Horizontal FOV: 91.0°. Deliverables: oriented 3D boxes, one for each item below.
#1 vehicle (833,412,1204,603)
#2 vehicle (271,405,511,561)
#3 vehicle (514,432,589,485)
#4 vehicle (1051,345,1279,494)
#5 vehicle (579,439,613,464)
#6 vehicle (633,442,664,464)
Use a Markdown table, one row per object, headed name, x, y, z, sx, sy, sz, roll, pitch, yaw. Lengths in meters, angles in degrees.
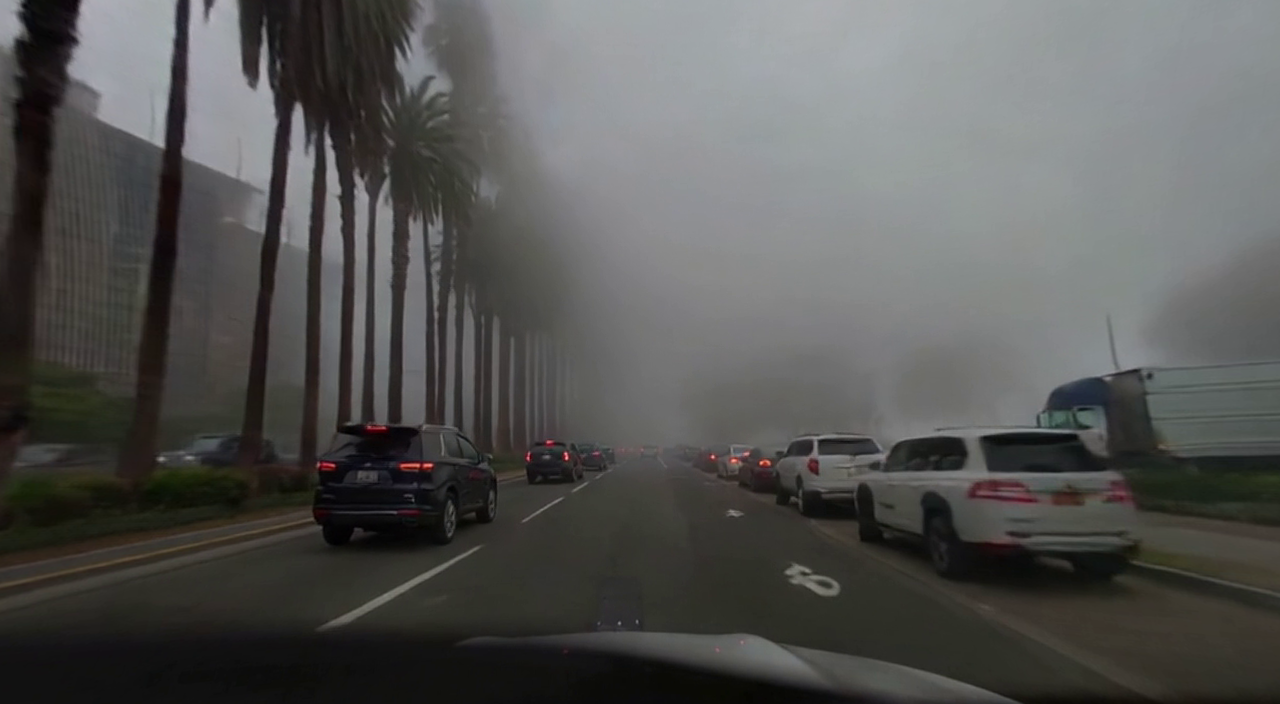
| name | x | y | z | sx | sy | sz | roll | pitch | yaw |
| --- | --- | --- | --- | --- | --- | --- | --- | --- | --- |
| vehicle | 4.237 | 1.784 | 8.285 | 1.965 | 1.735 | 4.835 | 0 | -8 | 2 |
| vehicle | -3.338 | 1.833 | 9.500 | 1.800 | 1.797 | 4.224 | 0 | -8 | 1 |
| vehicle | -3.121 | 3.850 | 23.135 | 2.014 | 1.740 | 4.392 | 0 | -8 | 1 |
| vehicle | 16.430 | 1.629 | 15.253 | 10.428 | 3.452 | 2.869 | -6 | -10 | 36 |
| vehicle | -2.960 | 6.811 | 43.303 | 1.955 | 1.637 | 4.243 | 0 | -8 | 1 |
| vehicle | 0.564 | 7.069 | 44.218 | 2.036 | 1.461 | 3.890 | 0 | -8 | -1 |
